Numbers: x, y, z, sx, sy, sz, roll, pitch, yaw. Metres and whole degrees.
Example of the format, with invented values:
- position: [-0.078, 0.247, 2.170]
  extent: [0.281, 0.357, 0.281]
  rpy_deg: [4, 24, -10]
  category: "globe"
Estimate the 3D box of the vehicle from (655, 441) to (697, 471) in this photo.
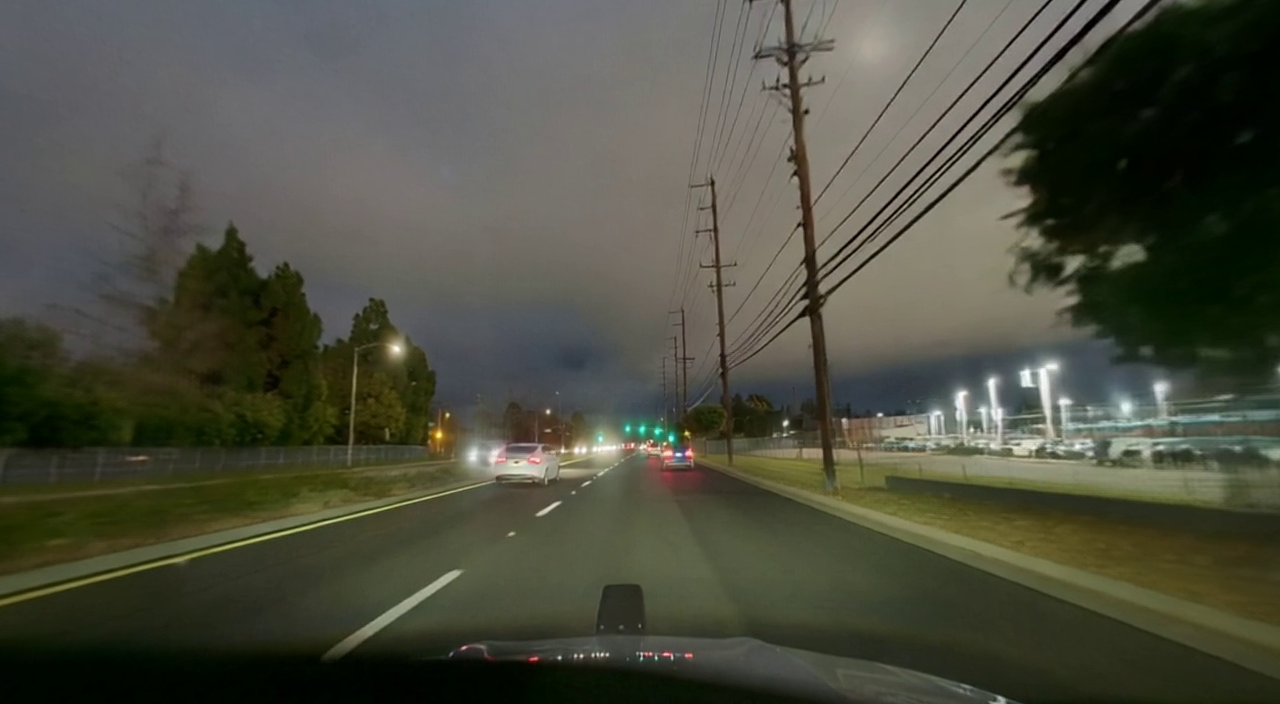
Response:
- position: [1.881, 5.647, 34.250]
  extent: [2.059, 1.486, 3.980]
  rpy_deg: [0, -8, 0]
  category: "vehicle"

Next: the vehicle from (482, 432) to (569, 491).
- position: [-3.628, 3.554, 20.721]
  extent: [1.950, 1.692, 4.397]
  rpy_deg: [-1, -8, 1]
  category: "vehicle"
